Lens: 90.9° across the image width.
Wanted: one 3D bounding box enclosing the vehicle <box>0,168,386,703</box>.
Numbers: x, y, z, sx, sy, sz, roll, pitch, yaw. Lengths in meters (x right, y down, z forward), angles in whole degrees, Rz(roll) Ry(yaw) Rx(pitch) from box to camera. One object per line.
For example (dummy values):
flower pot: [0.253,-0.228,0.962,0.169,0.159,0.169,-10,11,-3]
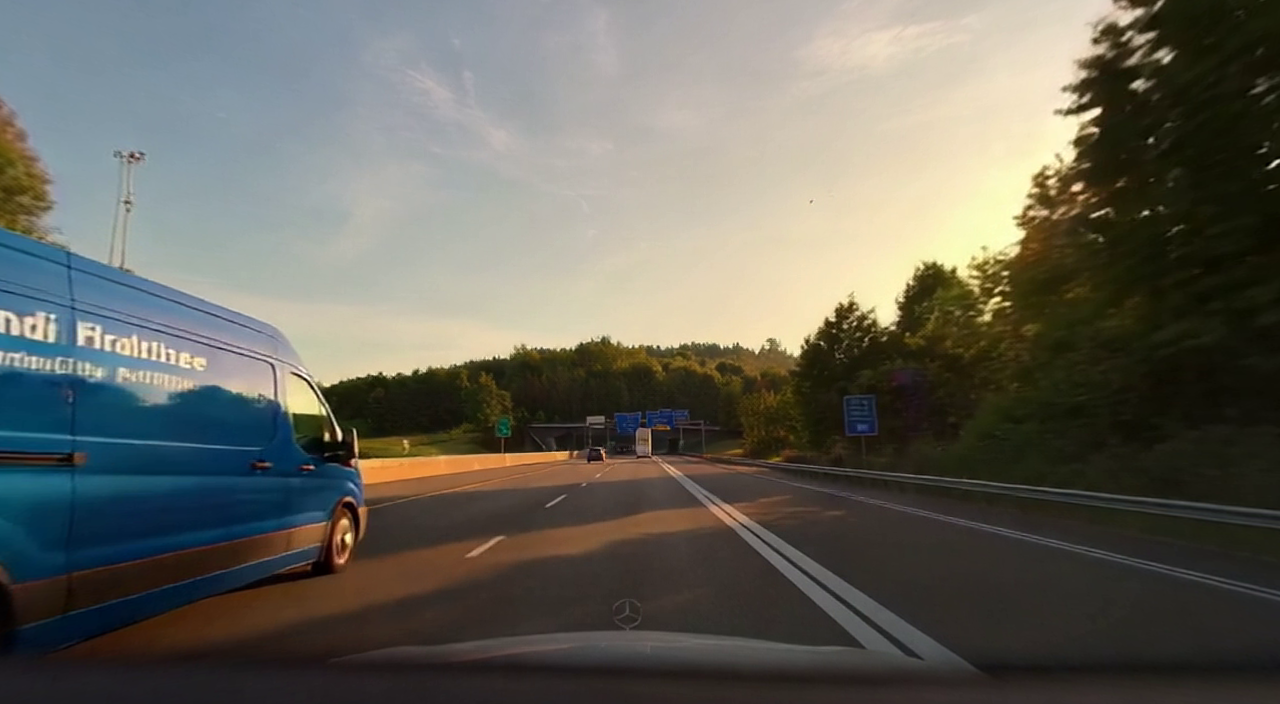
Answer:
vehicle: [-4.108,0.612,3.727,2.320,2.636,7.021,0,-9,-1]
